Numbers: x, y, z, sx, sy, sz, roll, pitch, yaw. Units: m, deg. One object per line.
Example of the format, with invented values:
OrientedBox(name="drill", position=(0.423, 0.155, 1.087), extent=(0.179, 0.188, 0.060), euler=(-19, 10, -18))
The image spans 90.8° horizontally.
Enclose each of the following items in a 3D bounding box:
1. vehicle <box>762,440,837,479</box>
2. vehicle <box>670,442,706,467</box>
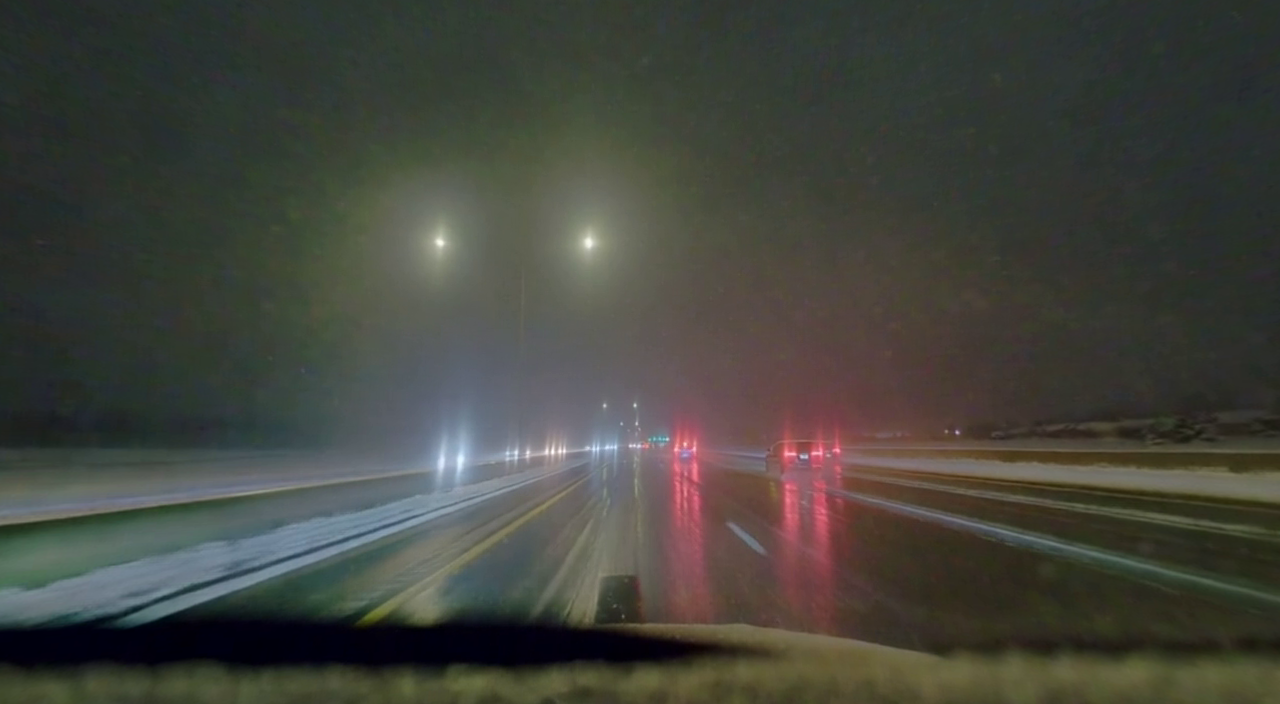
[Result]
OrientedBox(name="vehicle", position=(6.601, 4.491, 26.639), extent=(2.038, 1.528, 3.910), euler=(0, -9, -2))
OrientedBox(name="vehicle", position=(3.226, 6.998, 43.249), extent=(2.056, 1.553, 4.320), euler=(0, -9, -1))
